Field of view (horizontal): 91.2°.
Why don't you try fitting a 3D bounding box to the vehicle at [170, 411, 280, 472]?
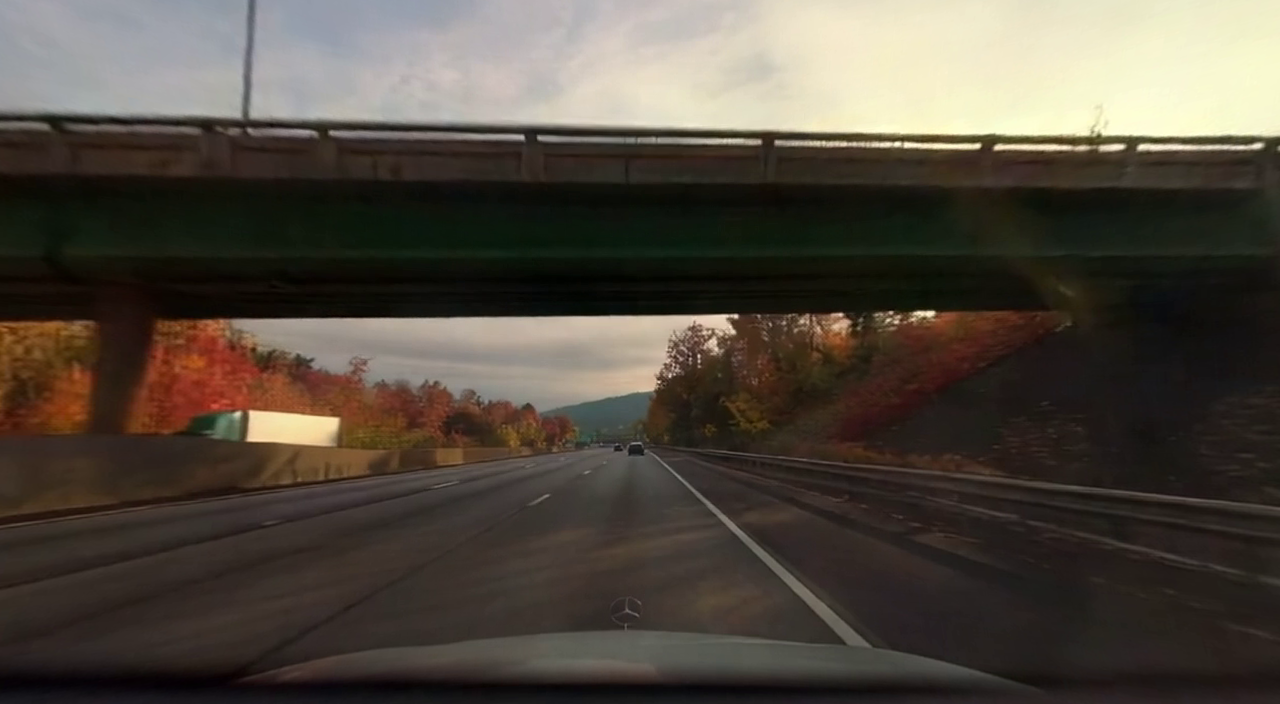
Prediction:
[{"bbox_3d":[-26.411,5.731,40.351,2.897,3.531,5.935,1,-8,-1],"label":"vehicle"}]
